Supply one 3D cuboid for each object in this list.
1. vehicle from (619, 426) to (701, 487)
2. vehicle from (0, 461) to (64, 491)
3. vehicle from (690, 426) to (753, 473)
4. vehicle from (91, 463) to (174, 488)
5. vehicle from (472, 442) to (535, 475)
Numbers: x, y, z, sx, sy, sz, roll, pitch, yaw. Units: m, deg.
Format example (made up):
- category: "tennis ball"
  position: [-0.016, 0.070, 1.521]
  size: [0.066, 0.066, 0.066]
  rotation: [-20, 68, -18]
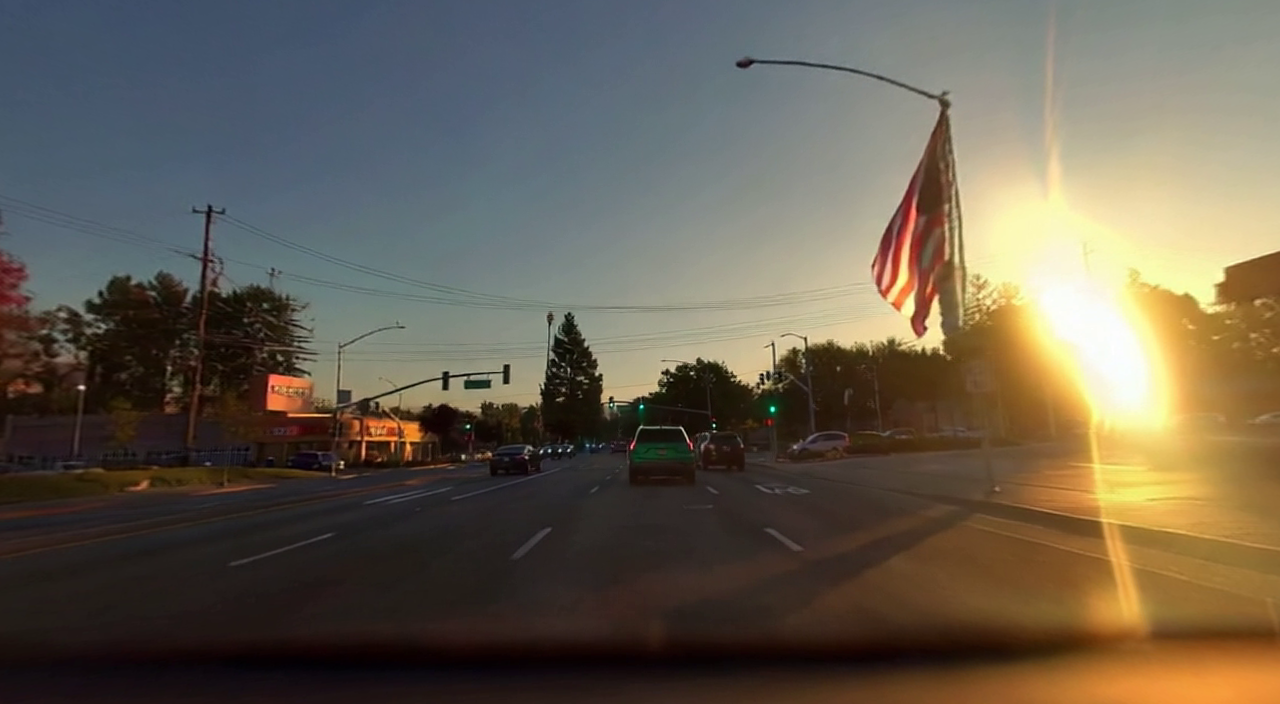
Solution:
- category: "vehicle"
  position: [0.608, 3.581, 21.977]
  size: [2.513, 1.854, 5.235]
  rotation: [0, -8, 0]
- category: "vehicle"
  position: [-42.165, 8.238, 41.966]
  size: [2.140, 1.827, 5.805]
  rotation: [0, -8, 1]
- category: "vehicle"
  position: [3.978, 4.914, 31.988]
  size: [2.452, 2.148, 5.877]
  rotation: [0, -8, 0]
- category: "vehicle"
  position: [-34.041, 8.287, 42.491]
  size: [1.819, 1.433, 4.403]
  rotation: [-1, -8, 2]
- category: "vehicle"
  position: [-6.442, 5.095, 30.374]
  size: [1.966, 1.461, 4.422]
  rotation: [0, -8, 1]
